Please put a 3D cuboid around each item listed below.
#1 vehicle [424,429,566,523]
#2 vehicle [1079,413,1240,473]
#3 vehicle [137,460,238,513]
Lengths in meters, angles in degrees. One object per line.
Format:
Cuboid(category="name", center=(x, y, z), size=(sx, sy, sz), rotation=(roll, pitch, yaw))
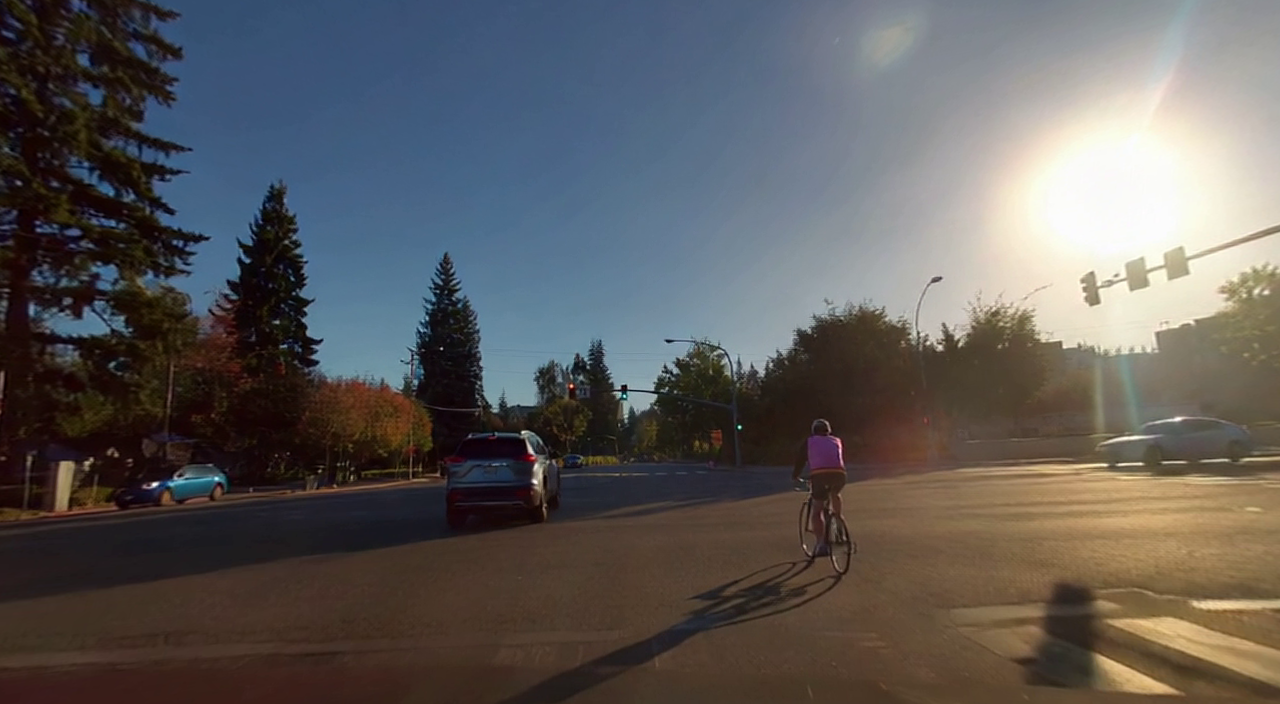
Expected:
Cuboid(category="vehicle", center=(-3.001, 2.689, 14.254), size=(2.049, 1.756, 4.602), rotation=(0, -9, 1))
Cuboid(category="vehicle", center=(18.928, 3.327, 23.085), size=(4.237, 1.948, 1.997), rotation=(-1, -9, -8))
Cuboid(category="vehicle", center=(-15.032, 4.411, 21.215), size=(2.171, 1.474, 4.513), rotation=(5, -10, -29))
